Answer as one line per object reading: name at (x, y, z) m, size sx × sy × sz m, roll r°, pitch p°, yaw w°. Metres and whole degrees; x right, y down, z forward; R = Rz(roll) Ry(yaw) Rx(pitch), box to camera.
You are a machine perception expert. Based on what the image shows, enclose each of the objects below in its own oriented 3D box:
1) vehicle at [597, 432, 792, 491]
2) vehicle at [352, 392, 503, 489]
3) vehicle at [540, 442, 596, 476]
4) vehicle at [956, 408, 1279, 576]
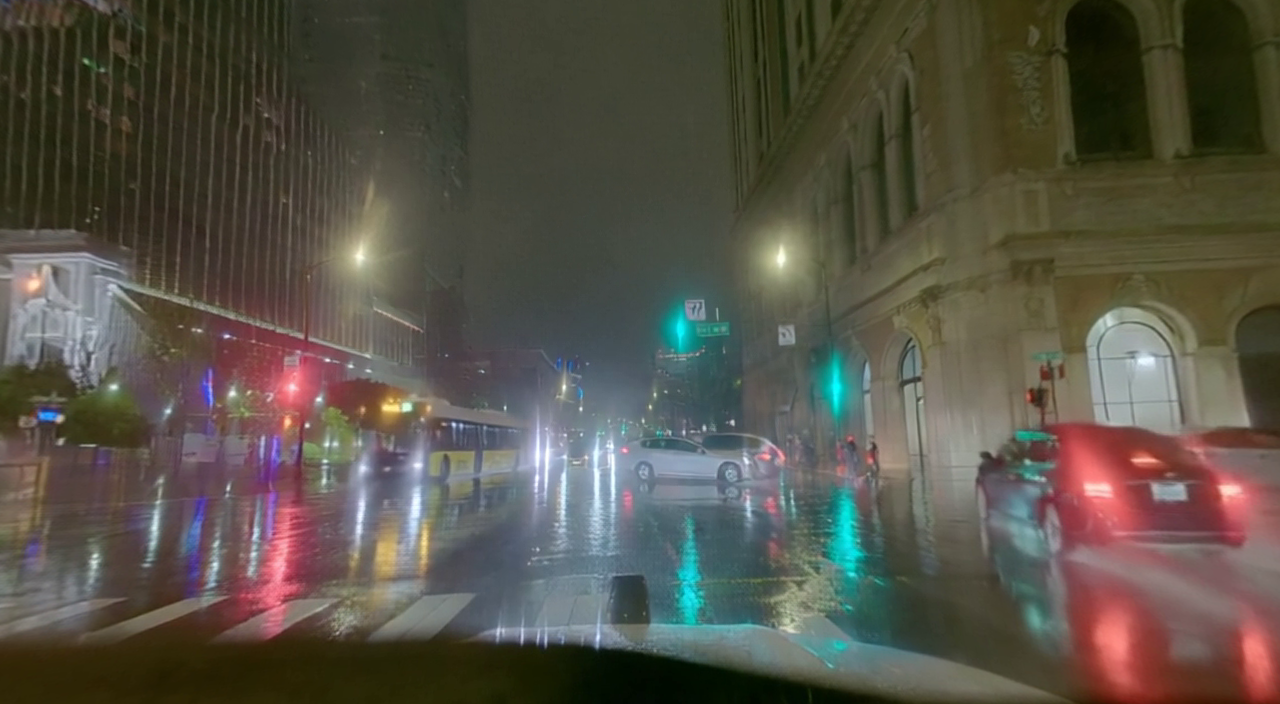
vehicle at (1.540, 3.265, 18.894) m, size 5.388 × 1.465 × 2.050 m, roll -7°, pitch -8°, yaw 31°
vehicle at (-8.691, 3.901, 27.616) m, size 2.916 × 3.427 × 10.189 m, roll 0°, pitch -8°, yaw 1°
vehicle at (-3.151, 4.791, 28.542) m, size 1.904 × 1.402 × 4.759 m, roll 0°, pitch -8°, yaw 1°
vehicle at (5.508, 1.606, 8.070) m, size 2.006 × 1.495 × 4.271 m, roll -3°, pitch -9°, yaw 19°
